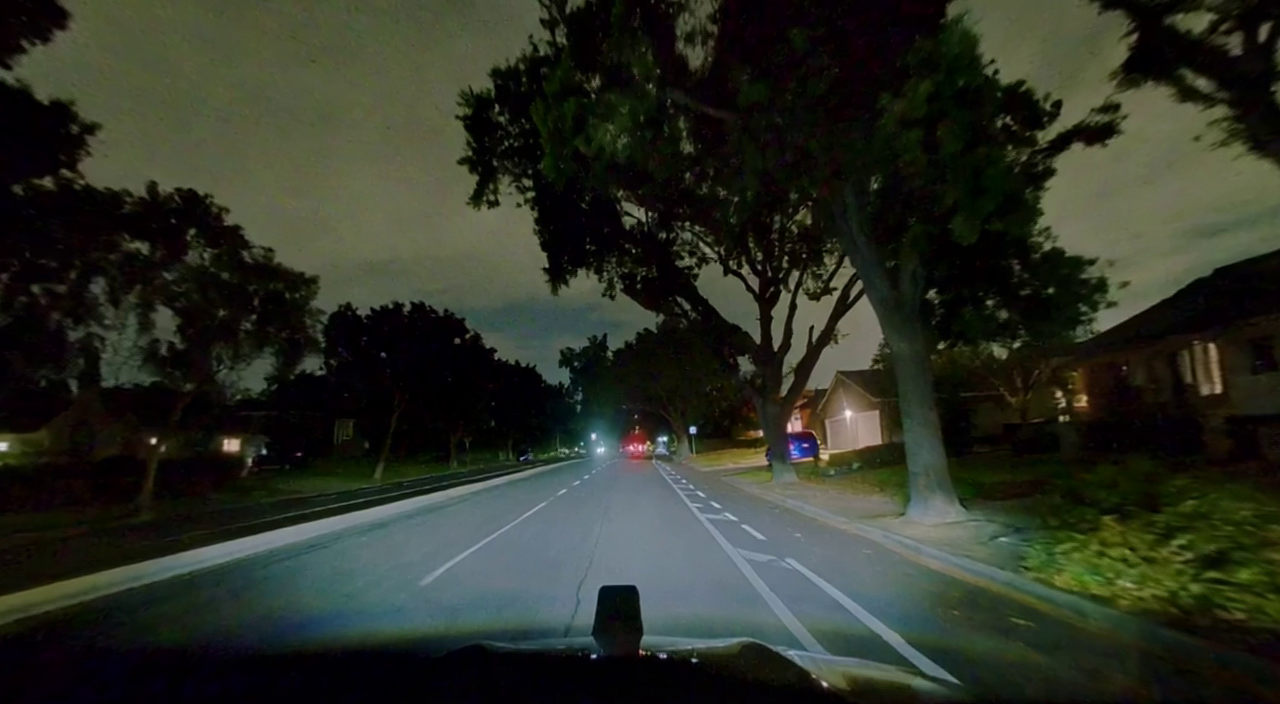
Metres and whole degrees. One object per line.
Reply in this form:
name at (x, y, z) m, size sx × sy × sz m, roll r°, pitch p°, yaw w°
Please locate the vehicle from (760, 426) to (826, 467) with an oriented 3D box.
vehicle at (7.869, 4.993, 33.049) m, size 2.051 × 1.801 × 4.785 m, roll -5°, pitch -9°, yaw -2°
